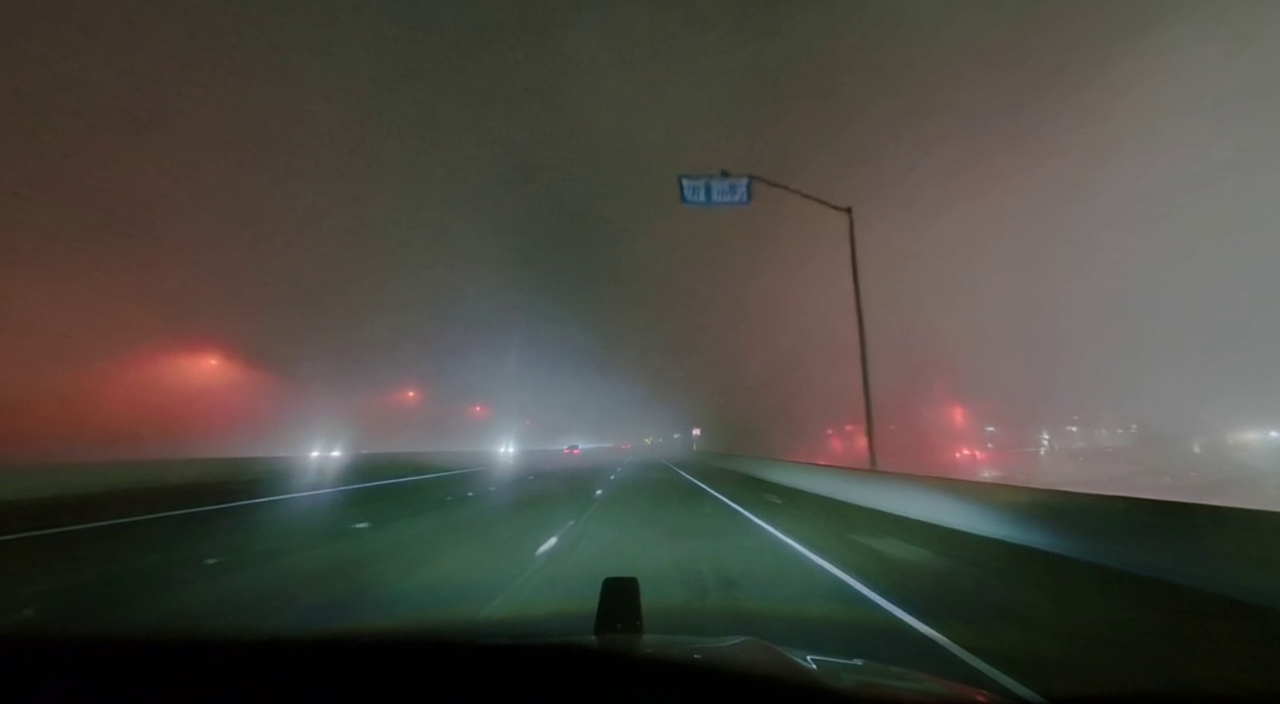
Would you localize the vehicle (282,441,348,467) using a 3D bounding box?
[{"bbox_3d":[-20.296,6.365,39.460,1.967,1.517,3.971,0,-9,0],"label":"vehicle"}]
